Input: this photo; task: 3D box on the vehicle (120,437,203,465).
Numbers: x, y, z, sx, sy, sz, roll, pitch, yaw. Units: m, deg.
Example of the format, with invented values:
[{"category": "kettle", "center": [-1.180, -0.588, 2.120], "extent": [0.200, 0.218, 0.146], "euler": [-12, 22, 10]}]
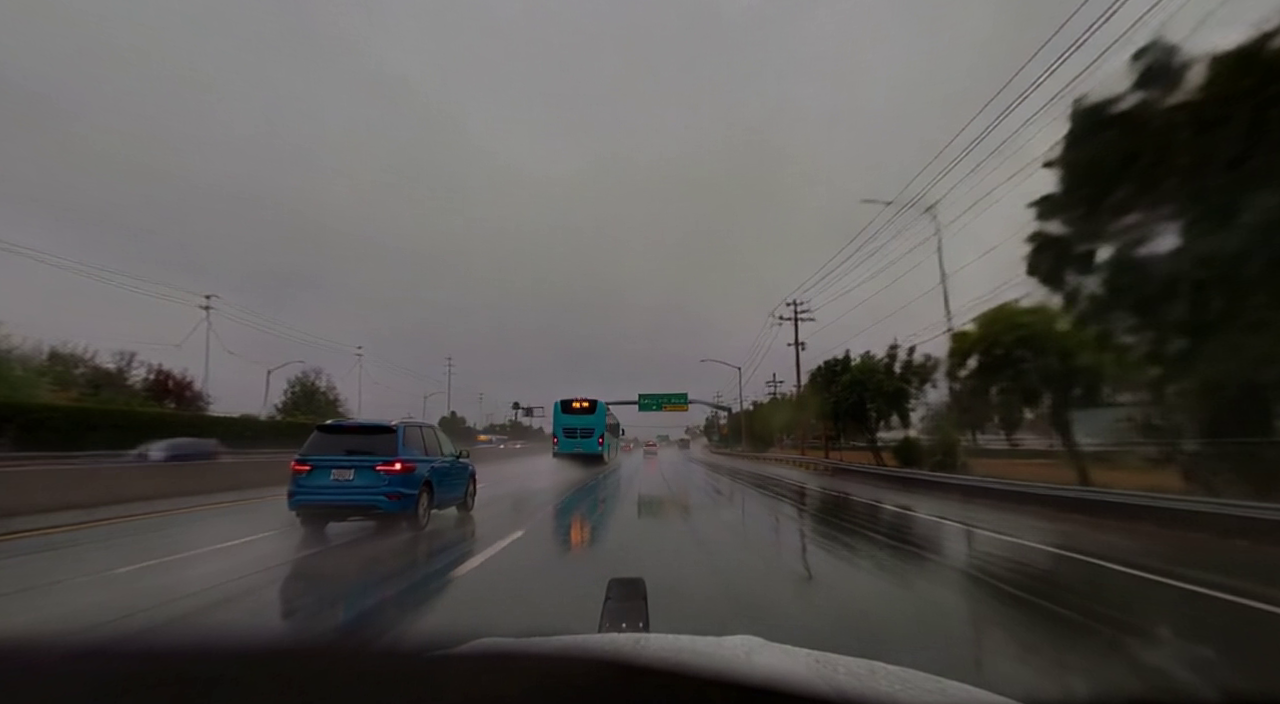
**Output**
[{"category": "vehicle", "center": [-24.092, 4.993, 31.910], "extent": [1.472, 1.351, 3.350], "euler": [0, -9, 1]}]

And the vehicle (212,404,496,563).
[{"category": "vehicle", "center": [-3.648, 1.765, 9.129], "extent": [2.021, 1.730, 4.223], "euler": [0, -8, 1]}]

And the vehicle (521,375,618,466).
[{"category": "vehicle", "center": [-3.196, 3.846, 32.576], "extent": [3.382, 3.712, 11.766], "euler": [2, -9, 1]}]
